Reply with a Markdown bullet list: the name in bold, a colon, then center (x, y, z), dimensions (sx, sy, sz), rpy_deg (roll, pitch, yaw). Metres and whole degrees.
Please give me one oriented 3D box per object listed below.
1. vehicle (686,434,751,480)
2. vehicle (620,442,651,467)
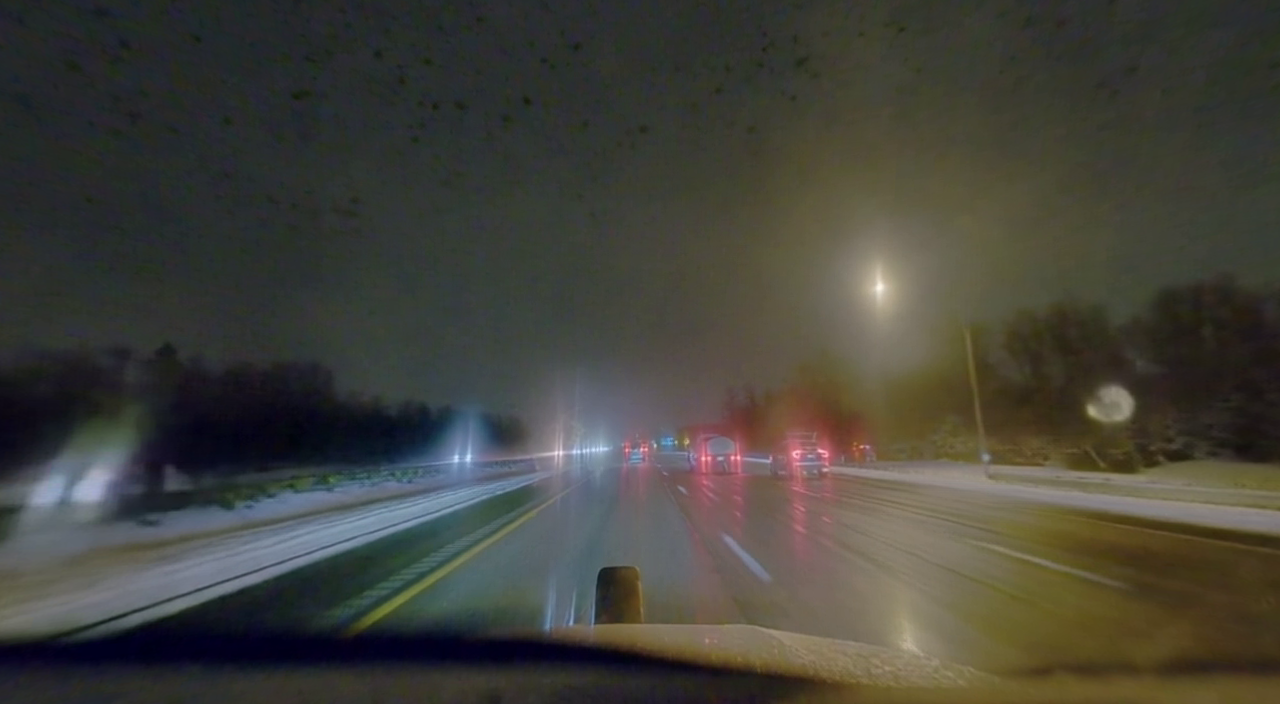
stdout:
- **vehicle**: center (3.354, 4.619, 27.986), dimensions (2.269, 1.839, 4.554), rpy_deg (0, -9, -1)
- **vehicle**: center (-0.305, 7.341, 45.361), dimensions (2.142, 1.664, 4.076), rpy_deg (0, -9, 1)
